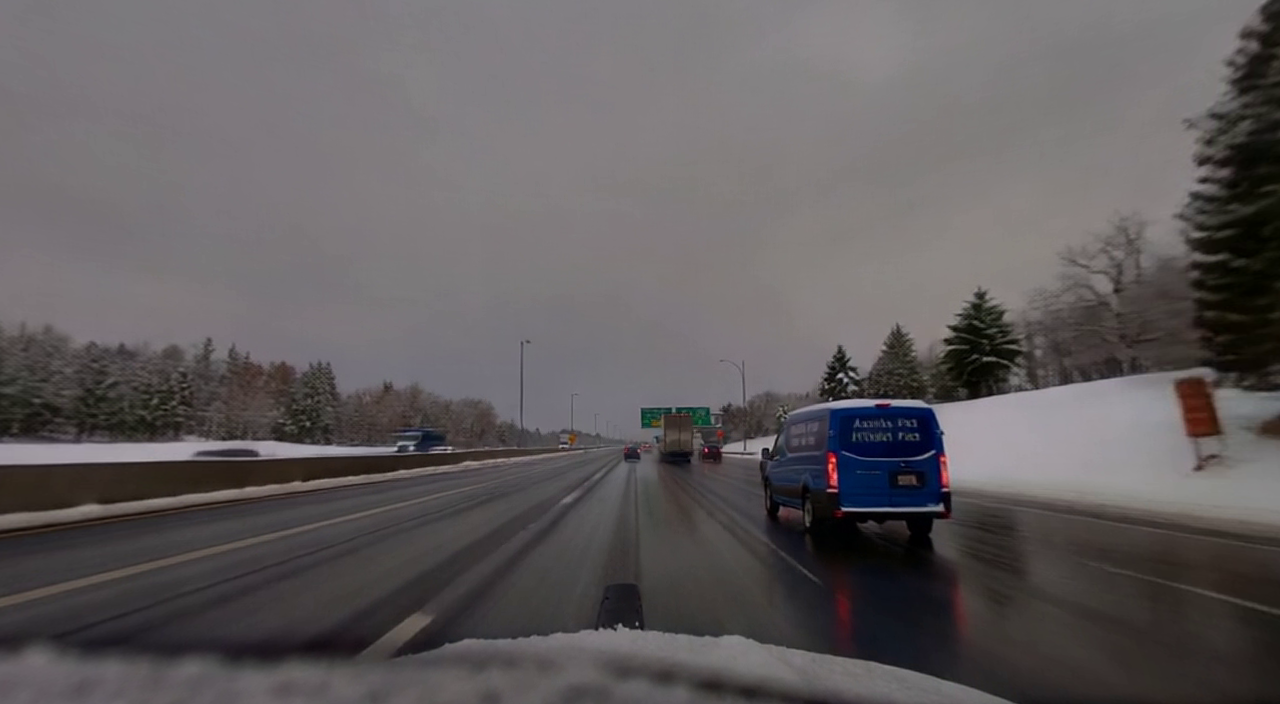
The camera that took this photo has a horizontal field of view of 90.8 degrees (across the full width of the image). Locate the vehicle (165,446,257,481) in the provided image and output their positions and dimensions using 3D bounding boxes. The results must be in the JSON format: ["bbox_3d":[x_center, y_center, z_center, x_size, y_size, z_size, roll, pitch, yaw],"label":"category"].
[{"bbox_3d":[-17.805,4.606,26.411,1.479,1.355,3.347,0,-9,0],"label":"vehicle"}]

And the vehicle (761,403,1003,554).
[{"bbox_3d":[3.604,2.009,10.657,2.035,1.931,4.841,0,-9,-1],"label":"vehicle"}]
